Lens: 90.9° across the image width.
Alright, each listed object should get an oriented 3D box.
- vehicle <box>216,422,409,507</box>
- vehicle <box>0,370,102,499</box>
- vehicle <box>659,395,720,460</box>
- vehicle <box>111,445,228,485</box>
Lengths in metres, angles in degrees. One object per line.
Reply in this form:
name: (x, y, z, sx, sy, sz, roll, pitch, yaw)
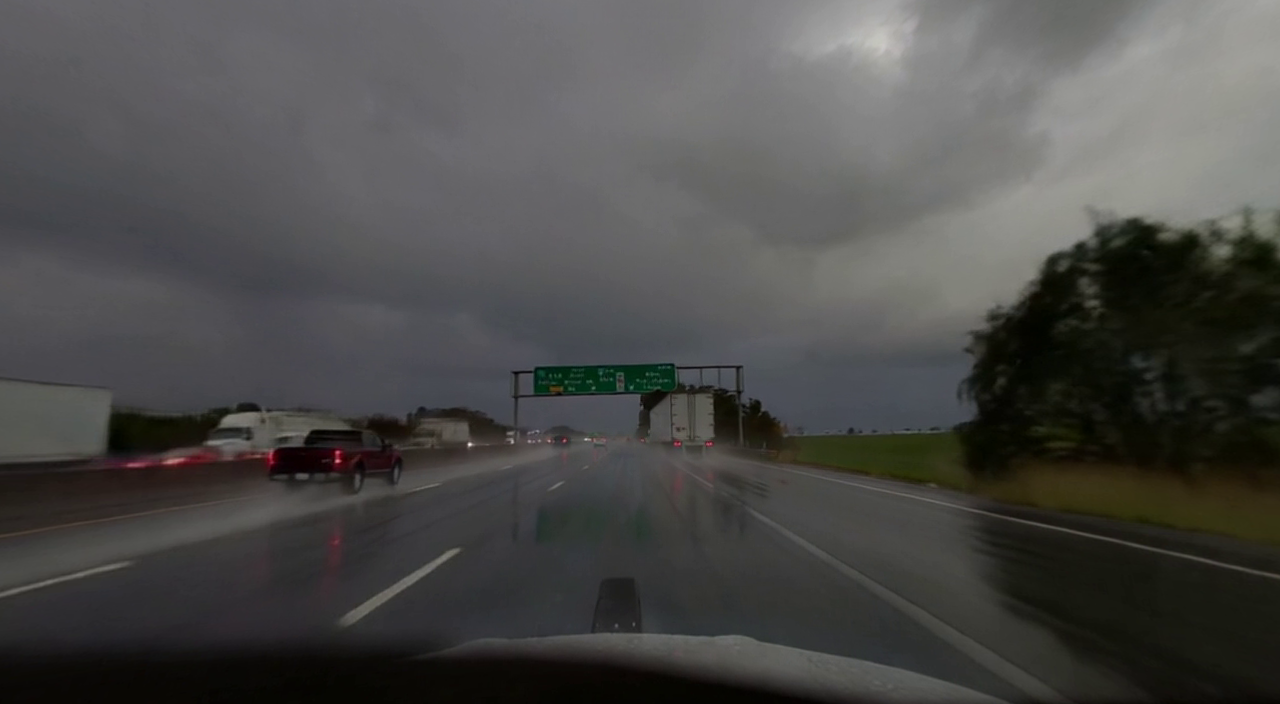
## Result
vehicle: (-7.295, 2.521, 14.737, 2.076, 1.636, 4.597, 0, -8, 0)
vehicle: (-22.814, 2.172, 16.640, 2.966, 4.248, 16.476, 0, -8, -1)
vehicle: (2.980, 5.102, 42.086, 2.760, 3.710, 12.230, 0, -7, -2)
vehicle: (-19.041, 4.565, 25.734, 1.711, 1.434, 3.997, 0, -8, -1)
